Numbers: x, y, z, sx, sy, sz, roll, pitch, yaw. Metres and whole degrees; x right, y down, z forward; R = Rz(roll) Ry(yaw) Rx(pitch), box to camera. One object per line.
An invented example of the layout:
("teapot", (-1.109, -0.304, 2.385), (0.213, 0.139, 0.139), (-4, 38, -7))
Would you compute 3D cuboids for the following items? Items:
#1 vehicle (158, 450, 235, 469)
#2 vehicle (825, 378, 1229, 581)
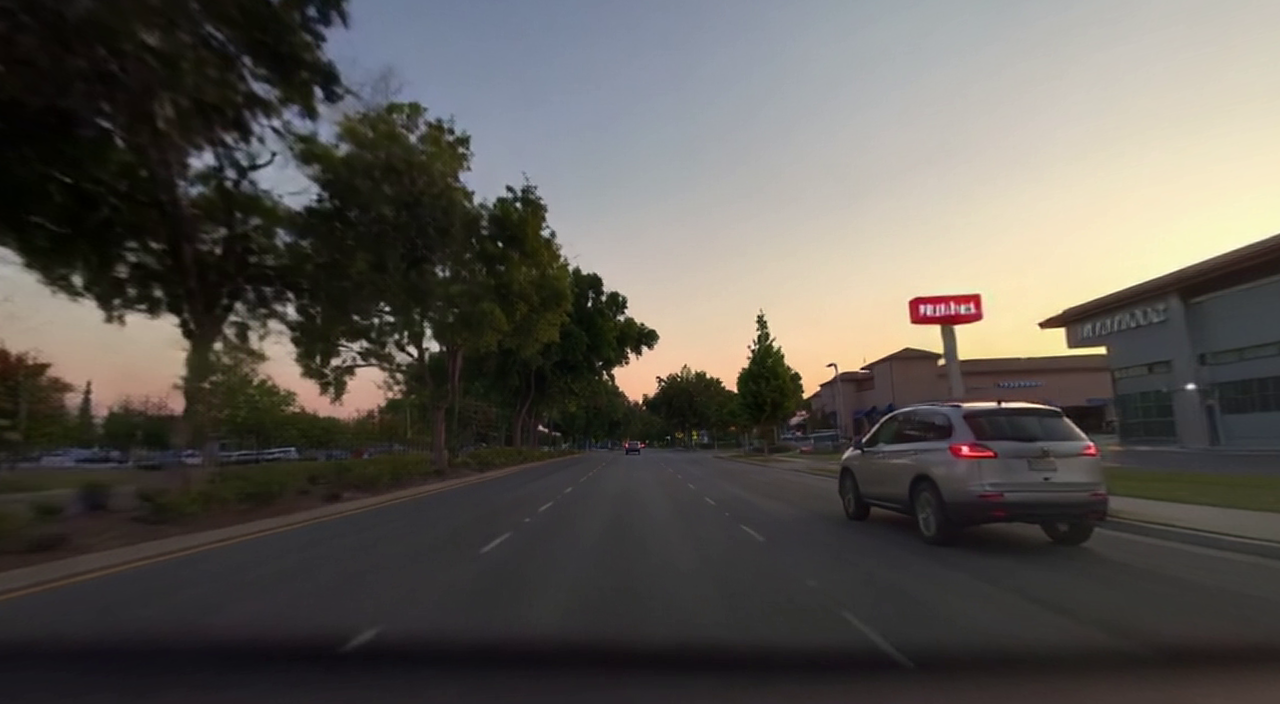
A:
("vehicle", (-33.261, 8.055, 47.439), (4.463, 1.411, 1.779), (0, -8, 2))
("vehicle", (4.533, 1.603, 8.765), (2.185, 1.956, 5.128), (0, -8, -2))
